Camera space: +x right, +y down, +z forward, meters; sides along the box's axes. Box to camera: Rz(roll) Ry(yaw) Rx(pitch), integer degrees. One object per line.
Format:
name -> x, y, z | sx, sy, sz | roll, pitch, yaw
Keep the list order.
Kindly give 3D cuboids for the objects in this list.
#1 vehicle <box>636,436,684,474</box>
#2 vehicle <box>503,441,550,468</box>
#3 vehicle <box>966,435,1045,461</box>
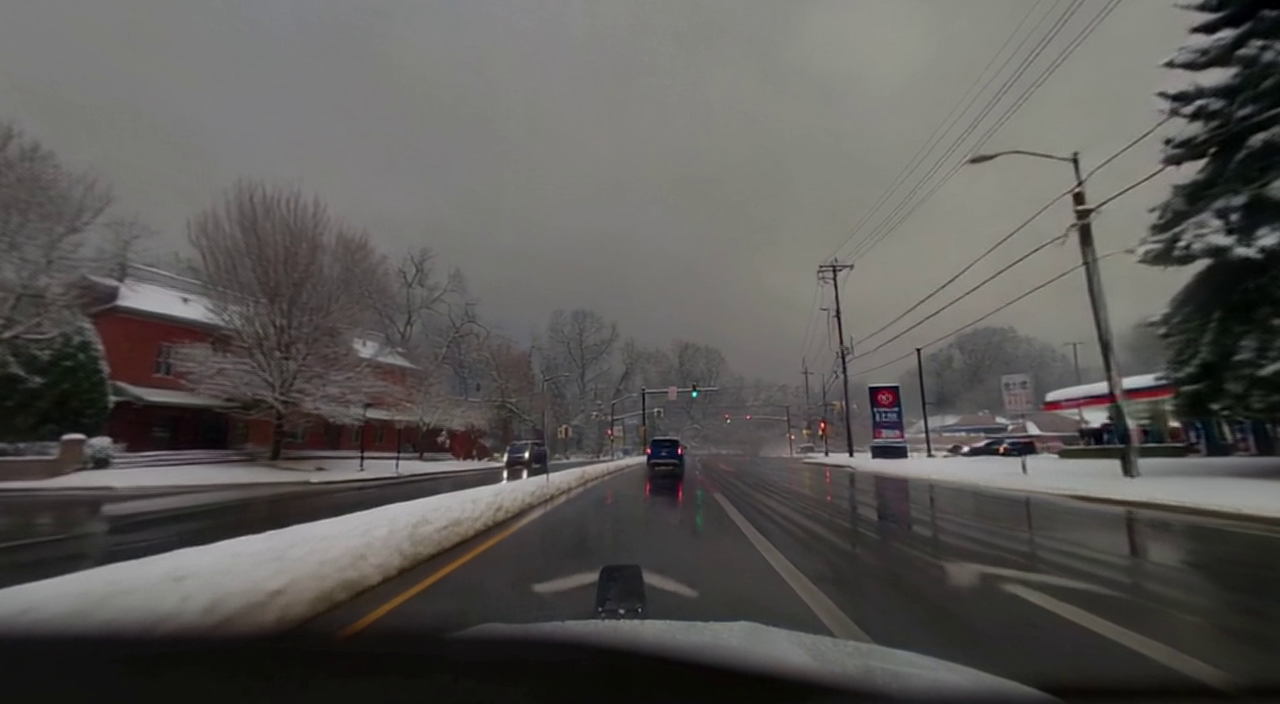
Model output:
vehicle -> 0.968, 4.747, 29.226 | 2.032, 1.621, 4.082 | -1, -9, 3
vehicle -> -8.496, 7.720, 47.663 | 2.159, 1.850, 4.944 | -1, -9, 6
vehicle -> 26.455, 6.939, 45.796 | 4.510, 1.733, 2.066 | 0, -8, -8
